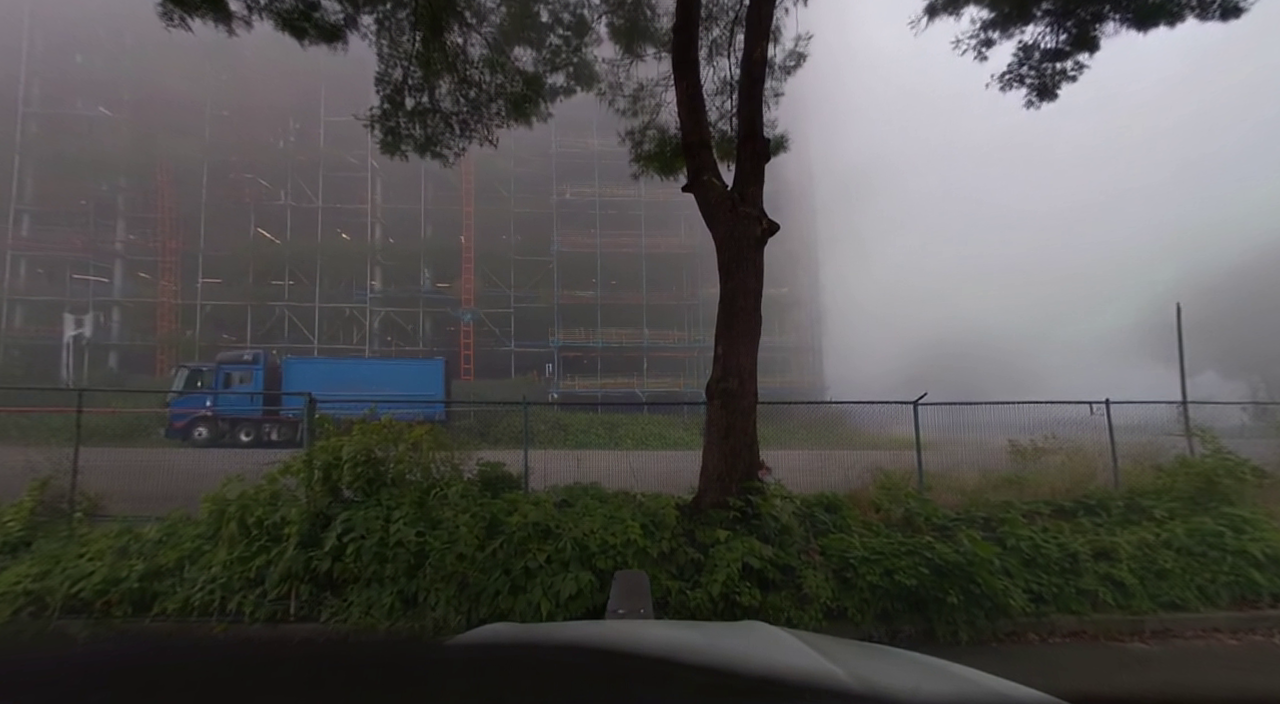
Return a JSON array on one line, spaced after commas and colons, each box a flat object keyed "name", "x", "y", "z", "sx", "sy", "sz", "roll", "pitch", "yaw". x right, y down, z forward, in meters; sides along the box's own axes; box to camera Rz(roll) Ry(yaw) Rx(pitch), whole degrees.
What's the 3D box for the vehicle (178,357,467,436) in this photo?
[{"name": "vehicle", "x": -17.166, "y": 2.615, "z": 35.226, "sx": 14.067, "sy": 4.099, "sz": 2.832, "roll": 1, "pitch": -9, "yaw": -7}]
